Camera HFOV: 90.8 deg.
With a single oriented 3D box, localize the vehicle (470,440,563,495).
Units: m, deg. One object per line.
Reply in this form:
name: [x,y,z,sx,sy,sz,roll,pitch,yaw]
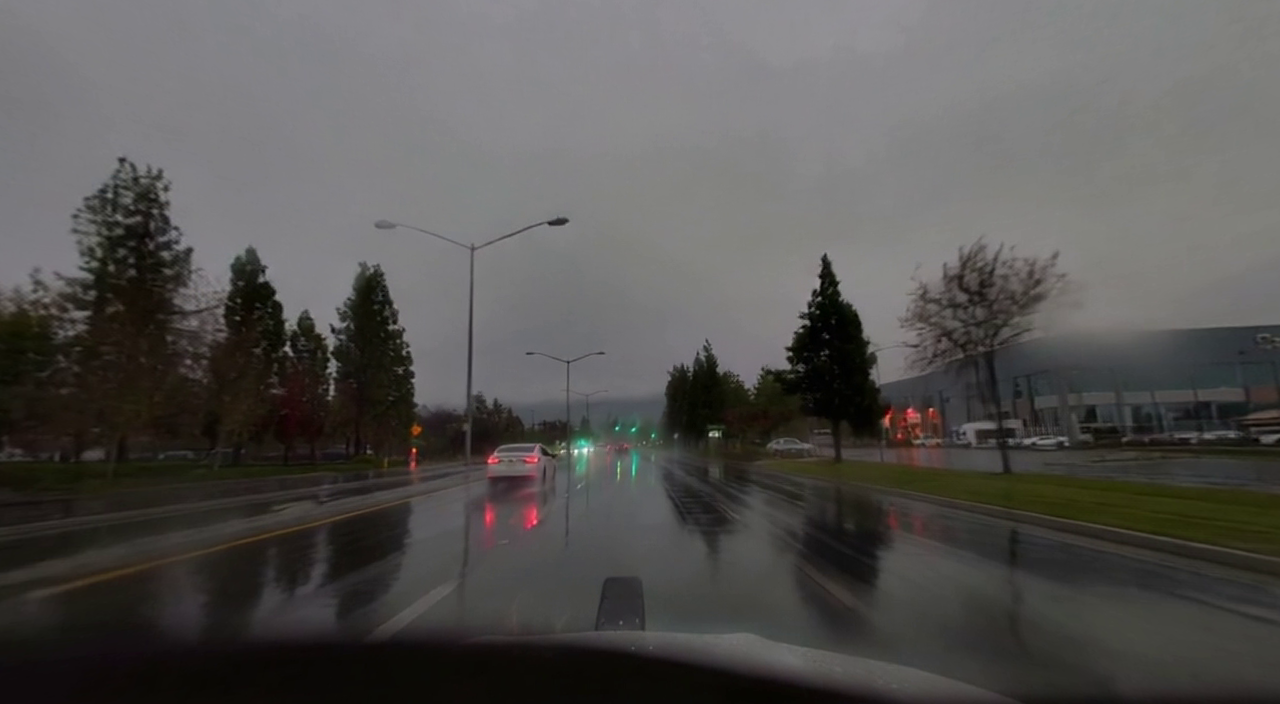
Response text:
vehicle: [-3.655,3.497,19.523,2.003,1.454,4.484,0,-8,0]
